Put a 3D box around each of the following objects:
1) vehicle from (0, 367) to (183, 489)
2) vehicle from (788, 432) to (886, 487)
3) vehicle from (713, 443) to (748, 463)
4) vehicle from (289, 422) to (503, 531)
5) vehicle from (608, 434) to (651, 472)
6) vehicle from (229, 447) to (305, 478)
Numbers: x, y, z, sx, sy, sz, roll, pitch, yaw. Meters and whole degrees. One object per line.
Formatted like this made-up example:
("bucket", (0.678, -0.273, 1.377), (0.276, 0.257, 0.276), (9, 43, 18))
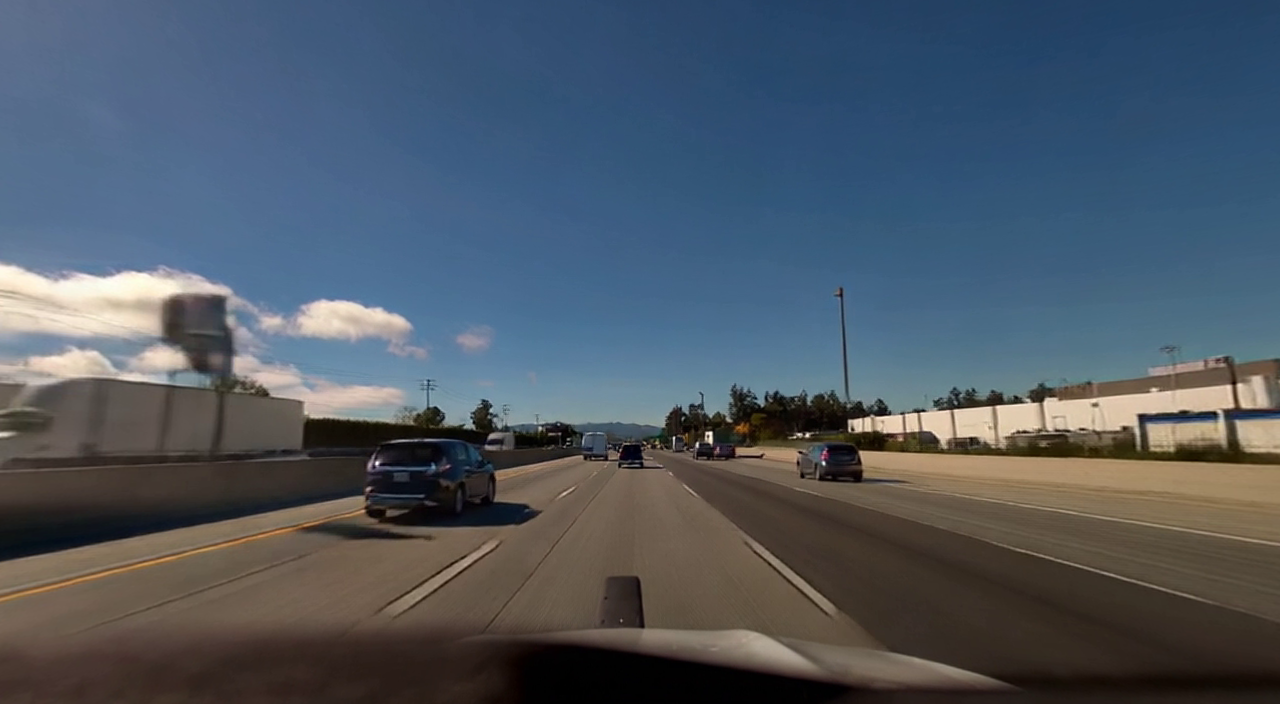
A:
("vehicle", (-21.369, 2.913, 23.264), (2.997, 3.767, 7.799), (0, -9, 0))
("vehicle", (6.551, 3.617, 21.560), (1.944, 1.666, 4.184), (0, -9, -1))
("vehicle", (6.672, 7.494, 46.909), (1.879, 1.428, 4.402), (0, -9, -1))
("vehicle", (-4.200, 2.238, 11.929), (2.126, 1.631, 4.643), (0, -9, 1))
("vehicle", (-0.460, 5.091, 31.924), (2.002, 1.759, 4.658), (0, -9, 0))
("vehicle", (-17.453, 5.170, 29.716), (1.540, 1.346, 3.266), (0, -9, 0))
